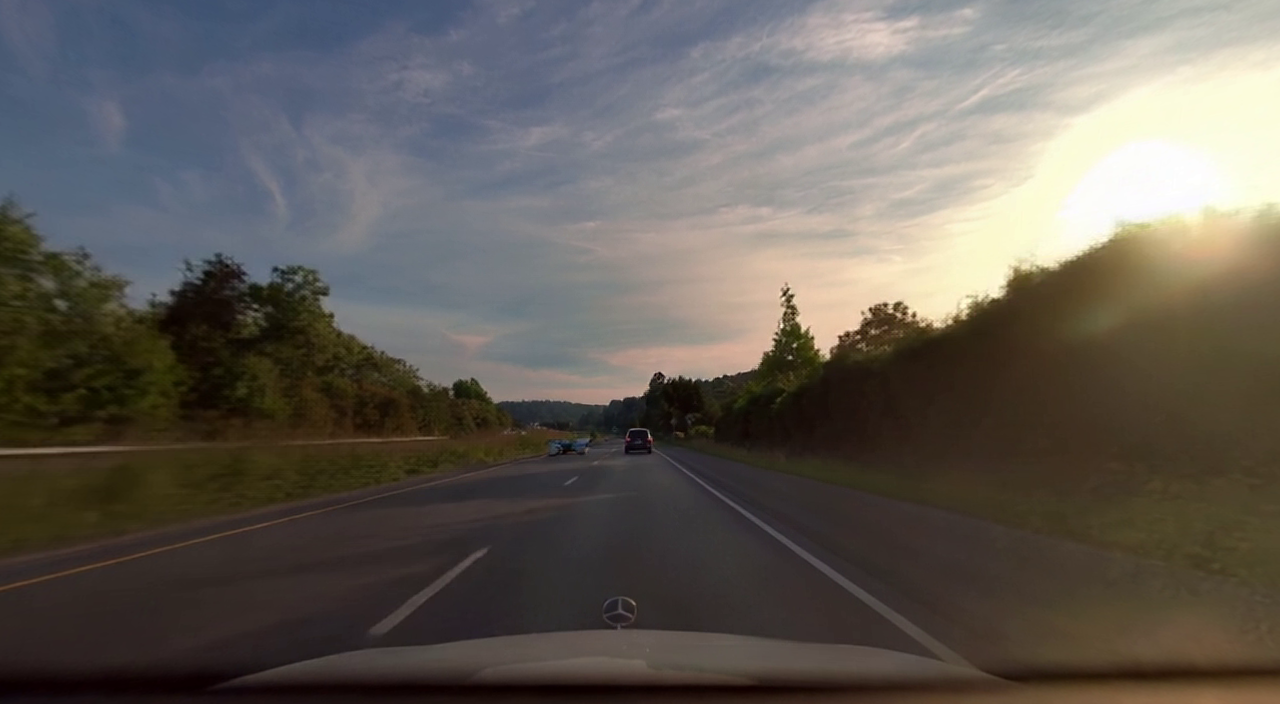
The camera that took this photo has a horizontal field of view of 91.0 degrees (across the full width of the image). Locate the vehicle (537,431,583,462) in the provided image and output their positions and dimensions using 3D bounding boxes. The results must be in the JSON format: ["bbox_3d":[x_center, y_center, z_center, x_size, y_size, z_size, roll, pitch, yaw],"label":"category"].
[{"bbox_3d":[-4.265,5.125,34.166,2.062,1.567,4.117,0,-8,-1],"label":"vehicle"}]

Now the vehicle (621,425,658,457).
[{"bbox_3d":[-0.072,5.726,40.577,2.223,1.957,4.416,0,-8,-2],"label":"vehicle"}]
